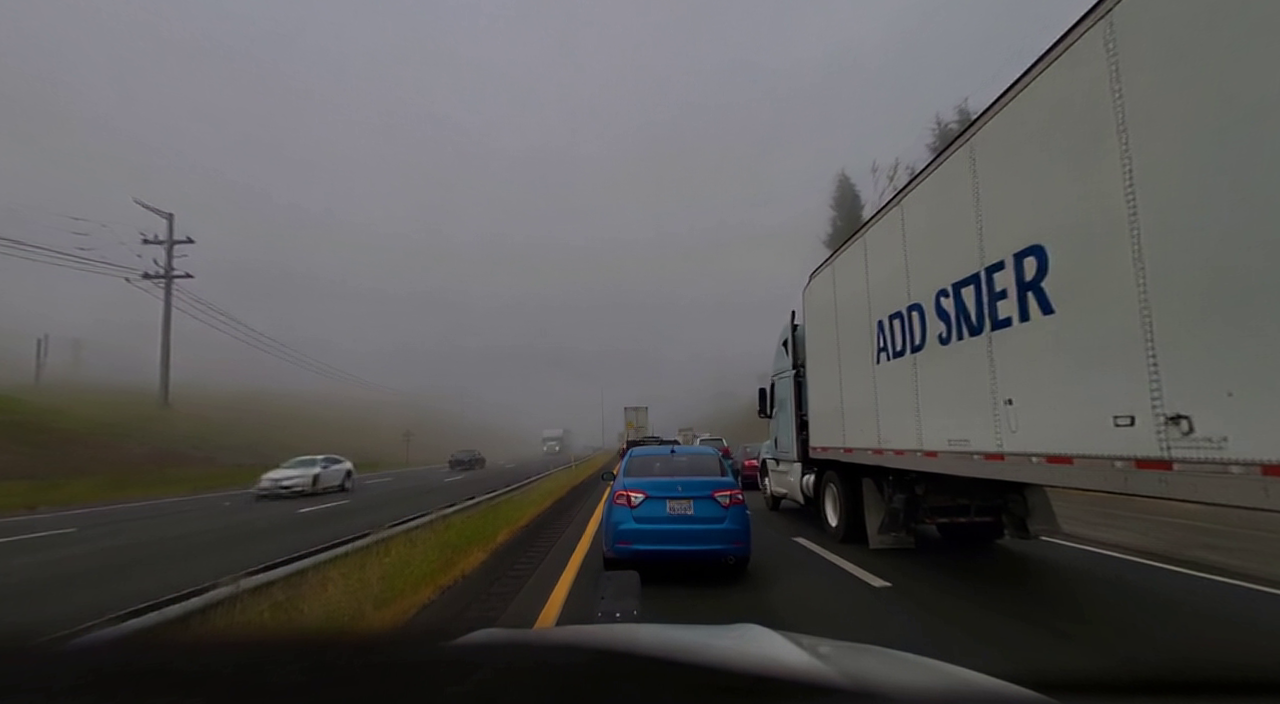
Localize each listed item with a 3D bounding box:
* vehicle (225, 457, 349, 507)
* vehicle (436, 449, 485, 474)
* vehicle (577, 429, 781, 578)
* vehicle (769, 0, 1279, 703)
[{"bbox_3d":[-12.231,4.503,22.220,1.853,1.445,4.478,0,-8,-1],"label":"vehicle"},{"bbox_3d":[-11.941,7.308,42.218,1.914,1.478,4.597,-1,-8,1],"label":"vehicle"},{"bbox_3d":[0.331,1.778,8.172,2.045,1.446,3.597,0,-8,-2],"label":"vehicle"},{"bbox_3d":[4.115,-0.079,4.210,3.138,4.065,14.276,0,-8,-1],"label":"vehicle"}]
